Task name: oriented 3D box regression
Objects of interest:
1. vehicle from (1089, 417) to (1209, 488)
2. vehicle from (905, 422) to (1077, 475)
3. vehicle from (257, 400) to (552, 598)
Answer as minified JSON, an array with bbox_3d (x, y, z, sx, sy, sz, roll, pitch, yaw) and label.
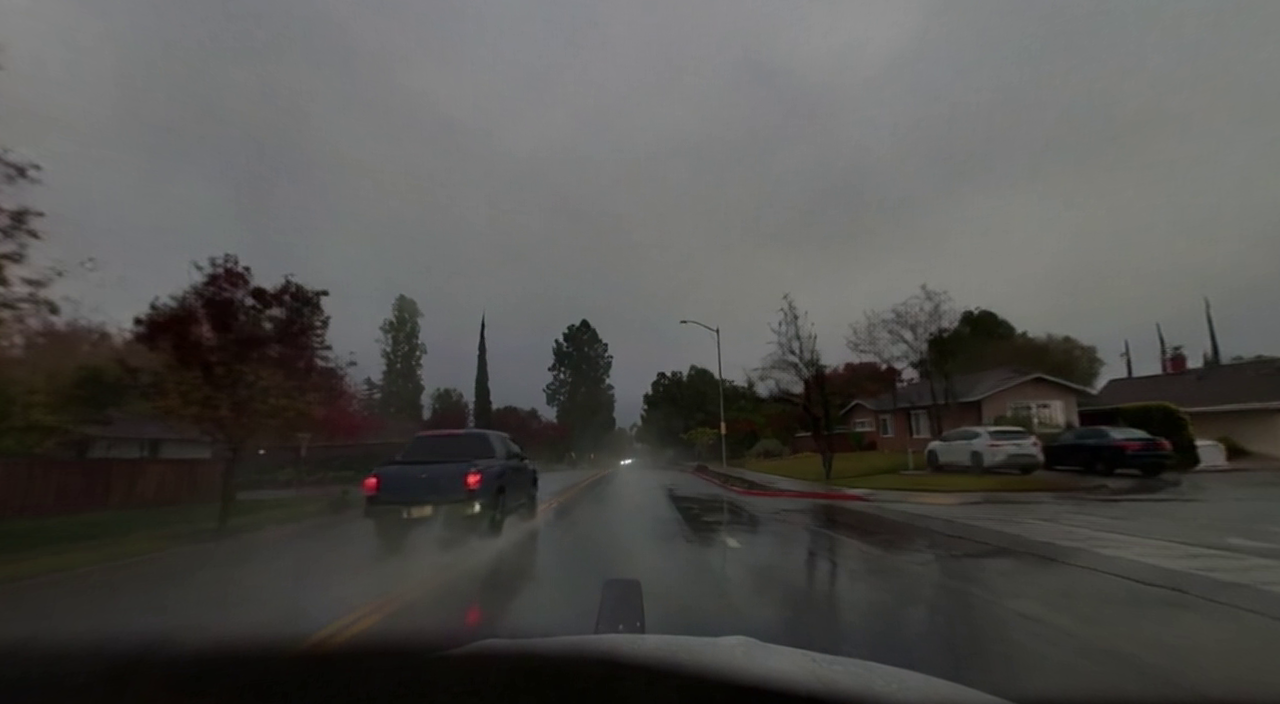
[{"bbox_3d":[13.862,2.750,17.480,1.860,1.697,4.292,-5,-10,30],"label":"vehicle"},{"bbox_3d":[9.434,2.678,17.543,1.922,1.263,4.664,1,-9,-3],"label":"vehicle"},{"bbox_3d":[-2.777,1.863,8.955,2.210,2.023,4.663,0,-9,2],"label":"vehicle"}]
